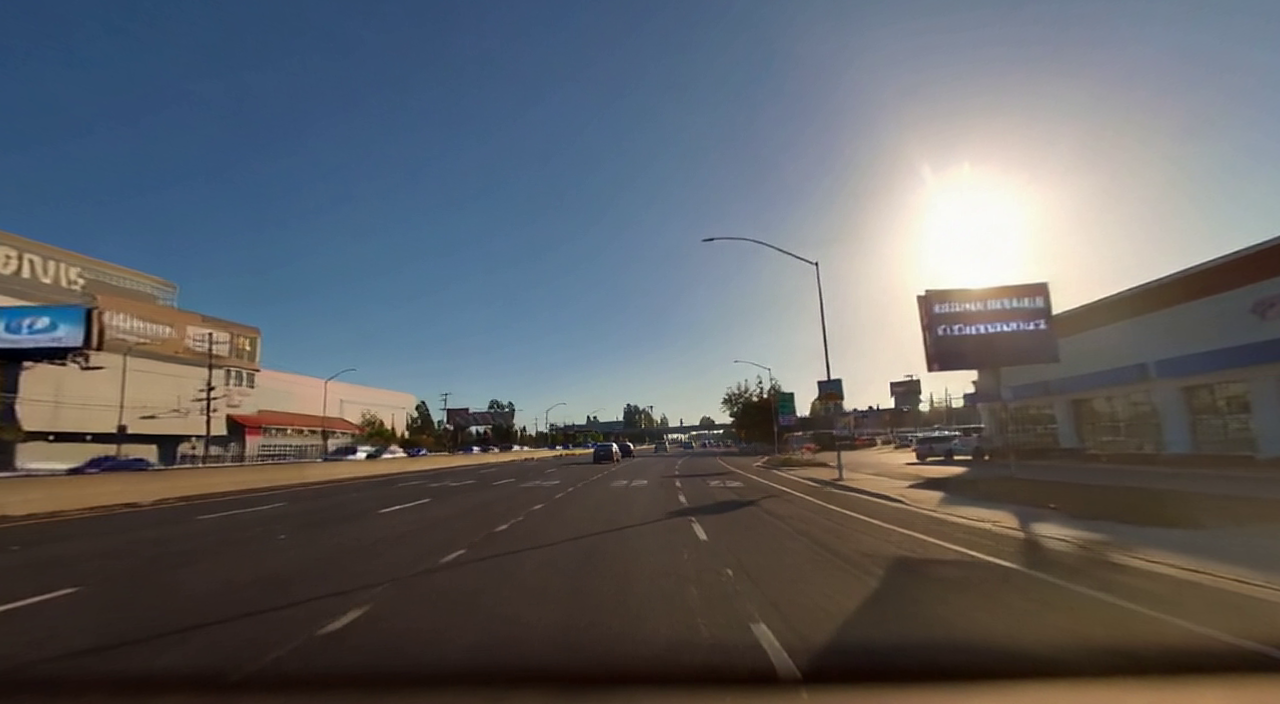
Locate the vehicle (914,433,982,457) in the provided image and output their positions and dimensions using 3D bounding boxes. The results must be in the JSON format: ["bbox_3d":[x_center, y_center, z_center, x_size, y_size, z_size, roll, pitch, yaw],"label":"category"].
[{"bbox_3d":[22.907,6.928,46.969,4.317,1.504,1.884,-7,-9,29],"label":"vehicle"}]

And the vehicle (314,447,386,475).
[{"bbox_3d":[-17.882,6.705,39.200,1.972,1.610,4.607,-1,-9,4],"label":"vehicle"}]

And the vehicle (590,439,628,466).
[{"bbox_3d":[-2.091,6.955,44.013,2.139,1.782,4.079,-1,-9,5],"label":"vehicle"}]

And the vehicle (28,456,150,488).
[{"bbox_3d":[-28.731,6.243,33.178,1.931,1.452,4.774,0,-9,3],"label":"vehicle"}]
